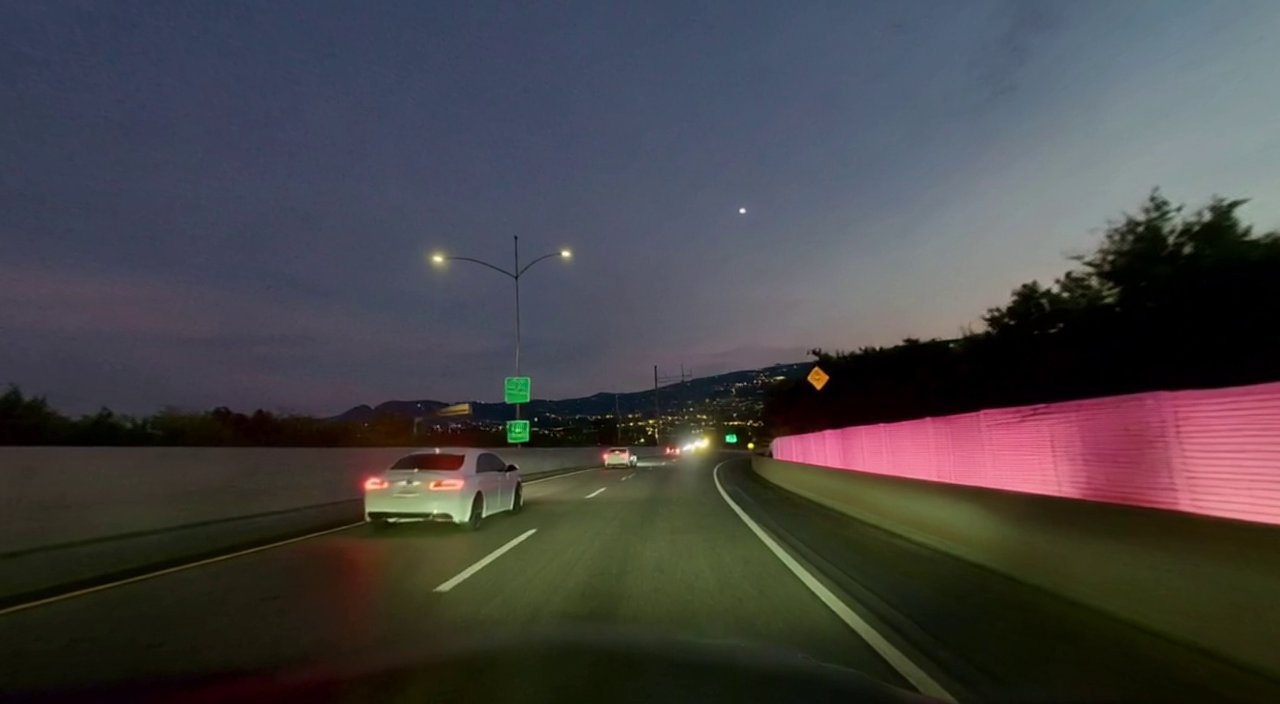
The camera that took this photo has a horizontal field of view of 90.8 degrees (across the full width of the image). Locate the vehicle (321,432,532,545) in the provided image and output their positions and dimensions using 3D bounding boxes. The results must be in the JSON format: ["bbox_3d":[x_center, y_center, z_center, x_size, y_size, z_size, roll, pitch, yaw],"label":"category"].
[{"bbox_3d":[-3.163,2.101,10.342,1.884,1.469,3.959,-1,-9,3],"label":"vehicle"}]

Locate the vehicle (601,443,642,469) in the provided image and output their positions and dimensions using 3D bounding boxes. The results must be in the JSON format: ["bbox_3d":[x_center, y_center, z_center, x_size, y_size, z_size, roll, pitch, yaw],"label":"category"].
[{"bbox_3d":[-1.001,6.050,36.864,1.746,1.405,4.339,-1,-9,7],"label":"vehicle"}]
